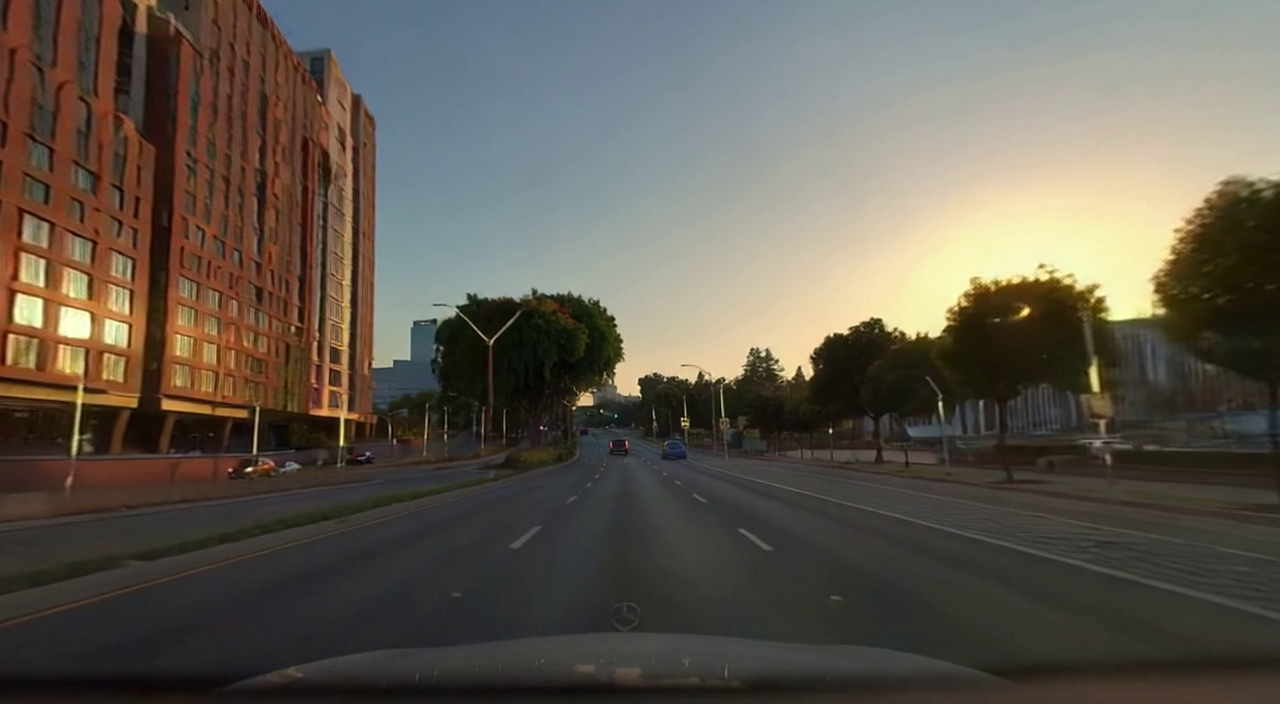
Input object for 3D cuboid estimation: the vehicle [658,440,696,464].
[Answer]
[{"bbox_3d":[2.497,6.899,43.676,2.090,1.506,4.382,0,-8,-3],"label":"vehicle"}]
